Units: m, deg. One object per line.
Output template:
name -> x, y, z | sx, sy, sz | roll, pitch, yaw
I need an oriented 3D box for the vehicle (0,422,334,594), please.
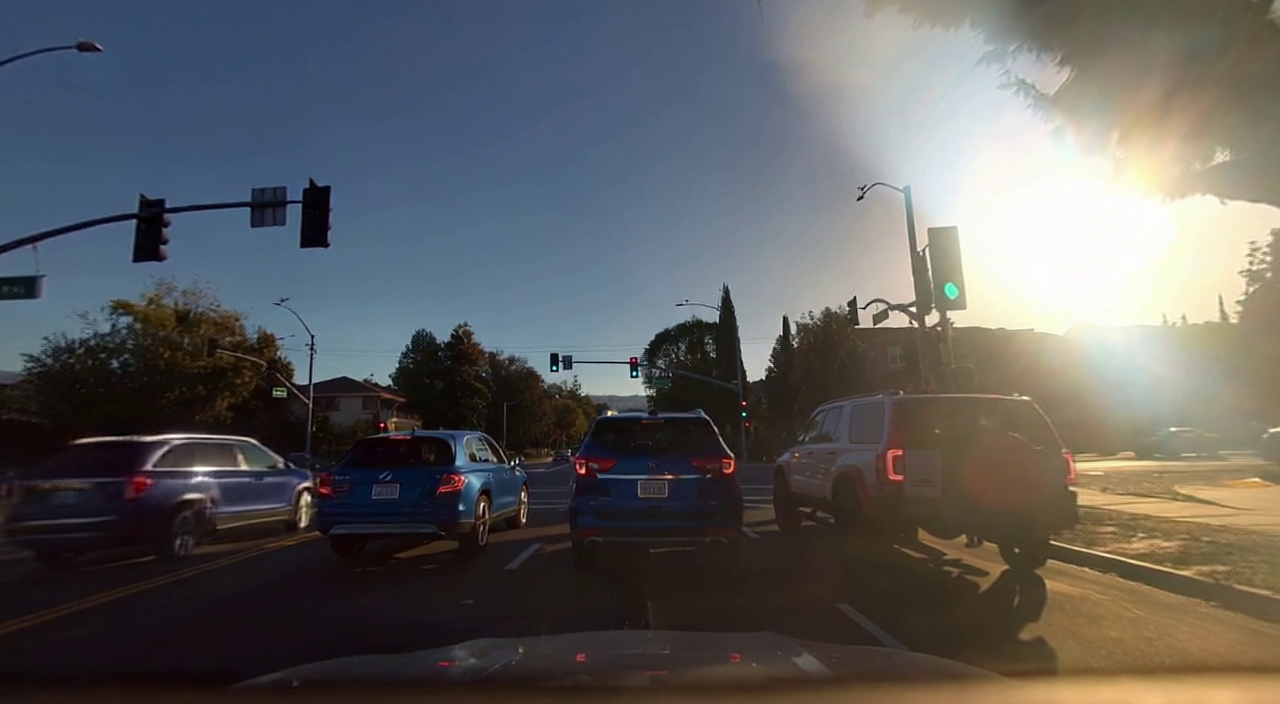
vehicle -> -6.380, 1.900, 8.598 | 2.193, 1.687, 4.507 | 0, -9, -1

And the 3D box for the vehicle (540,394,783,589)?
vehicle -> 0.165, 1.598, 7.983 | 2.235, 1.778, 4.178 | 0, -9, -1

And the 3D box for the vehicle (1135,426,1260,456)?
vehicle -> 28.179, 4.507, 31.979 | 4.512, 1.444, 1.859 | 0, -9, 0

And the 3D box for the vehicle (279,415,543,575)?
vehicle -> -2.762, 1.843, 8.957 | 2.058, 1.659, 4.514 | 0, -9, 0

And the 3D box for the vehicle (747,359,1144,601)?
vehicle -> 3.091, 1.508, 8.298 | 2.338, 2.063, 5.672 | 0, -9, 0
